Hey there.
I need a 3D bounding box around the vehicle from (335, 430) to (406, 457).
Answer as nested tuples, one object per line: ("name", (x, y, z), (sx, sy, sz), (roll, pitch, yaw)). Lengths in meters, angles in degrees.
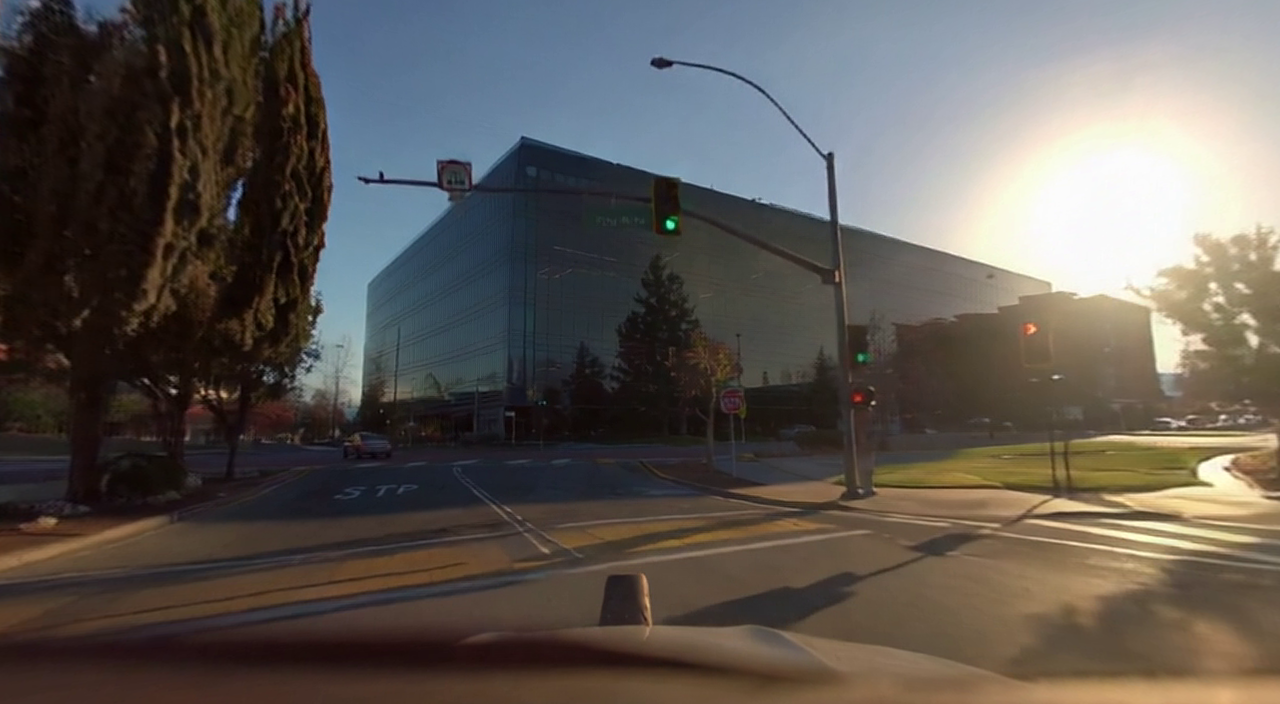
("vehicle", (-20.639, 7.007, 48.168), (5.570, 1.923, 2.336), (-6, -10, 34))
